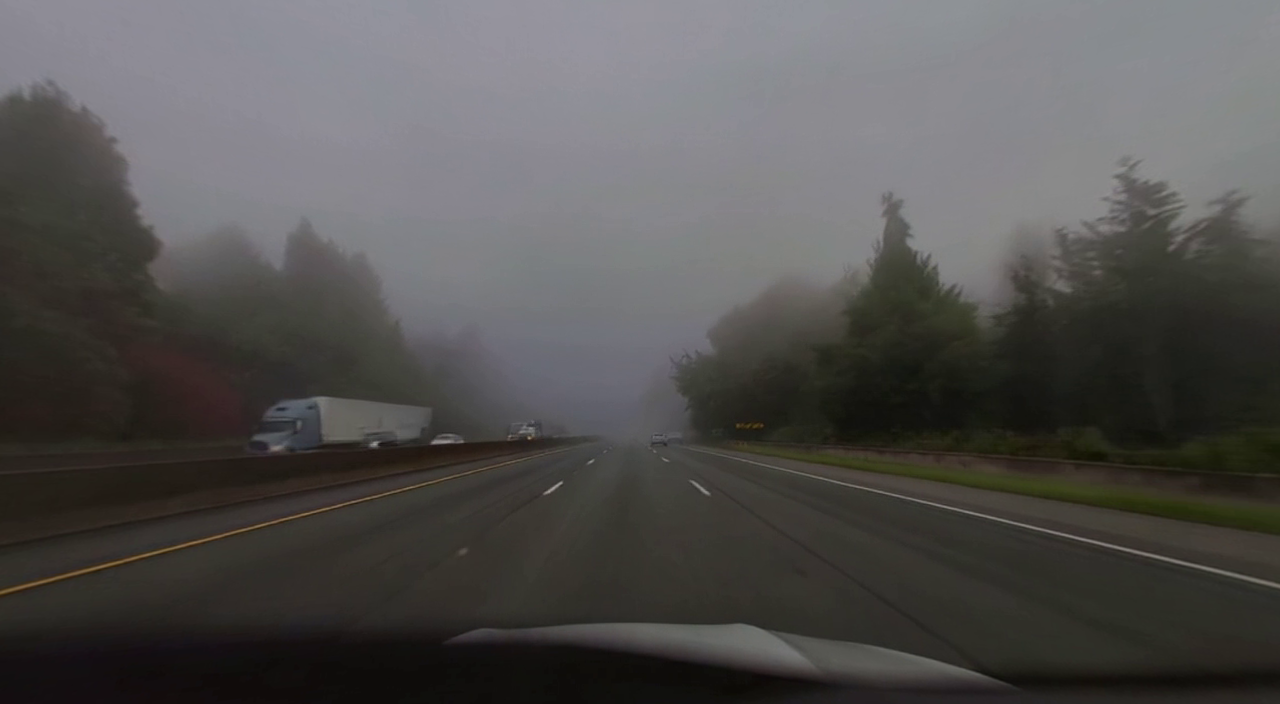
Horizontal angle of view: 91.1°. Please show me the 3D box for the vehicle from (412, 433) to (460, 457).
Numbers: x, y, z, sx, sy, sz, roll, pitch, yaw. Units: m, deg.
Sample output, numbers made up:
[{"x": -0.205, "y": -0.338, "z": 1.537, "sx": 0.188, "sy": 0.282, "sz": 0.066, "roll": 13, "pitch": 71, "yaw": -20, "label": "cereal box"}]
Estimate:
[{"x": -13.121, "y": 5.998, "z": 40.637, "sx": 1.663, "sy": 1.464, "sz": 4.353, "roll": 0, "pitch": -8, "yaw": -1, "label": "vehicle"}]

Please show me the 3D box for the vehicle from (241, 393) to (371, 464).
[{"x": -20.983, "y": 4.970, "z": 40.543, "sx": 2.969, "sy": 4.008, "sz": 10.131, "roll": 0, "pitch": -8, "yaw": -1, "label": "vehicle"}]

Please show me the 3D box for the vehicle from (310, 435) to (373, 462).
[{"x": -17.243, "y": 5.588, "z": 36.516, "sx": 1.838, "sy": 1.470, "sz": 3.701, "roll": 0, "pitch": -8, "yaw": -1, "label": "vehicle"}]
